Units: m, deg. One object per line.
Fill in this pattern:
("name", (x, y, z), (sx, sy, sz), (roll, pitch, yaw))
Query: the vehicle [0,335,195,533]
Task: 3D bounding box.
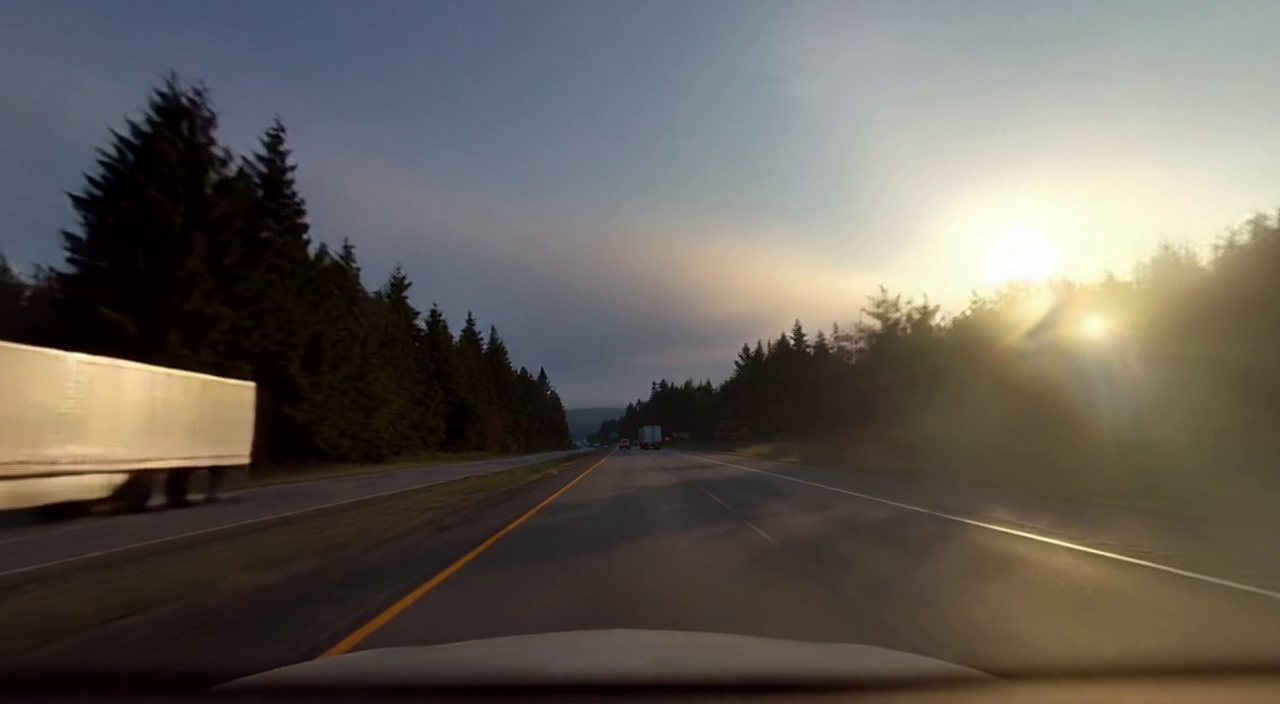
("vehicle", (-13.714, 1.389, 10.679), (2.908, 3.776, 13.054), (0, -8, 0))
